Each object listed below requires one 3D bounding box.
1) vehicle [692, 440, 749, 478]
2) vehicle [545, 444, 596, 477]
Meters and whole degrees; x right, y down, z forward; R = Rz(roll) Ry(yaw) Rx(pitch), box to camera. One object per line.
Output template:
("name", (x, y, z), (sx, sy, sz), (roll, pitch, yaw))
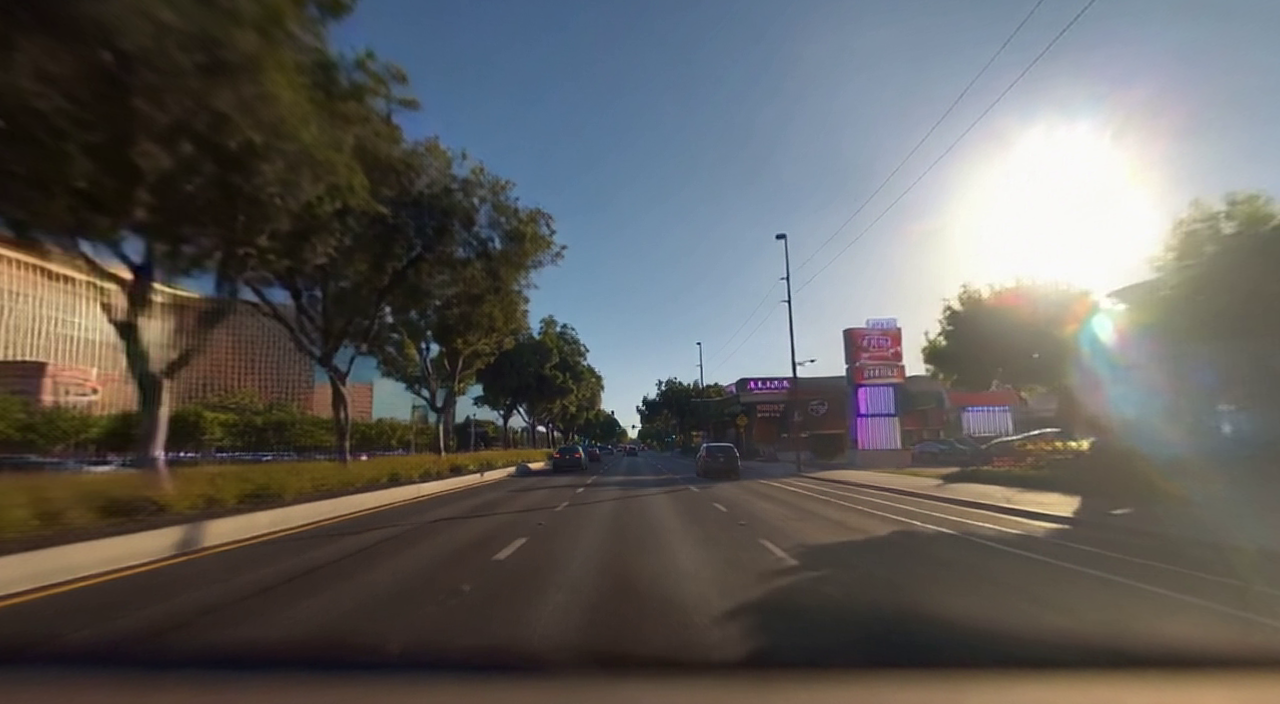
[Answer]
("vehicle", (3.899, 5.263, 31.282), (2.083, 1.743, 4.354), (0, -9, -2))
("vehicle", (-3.316, 5.245, 30.702), (2.005, 1.477, 4.169), (0, -9, 0))
